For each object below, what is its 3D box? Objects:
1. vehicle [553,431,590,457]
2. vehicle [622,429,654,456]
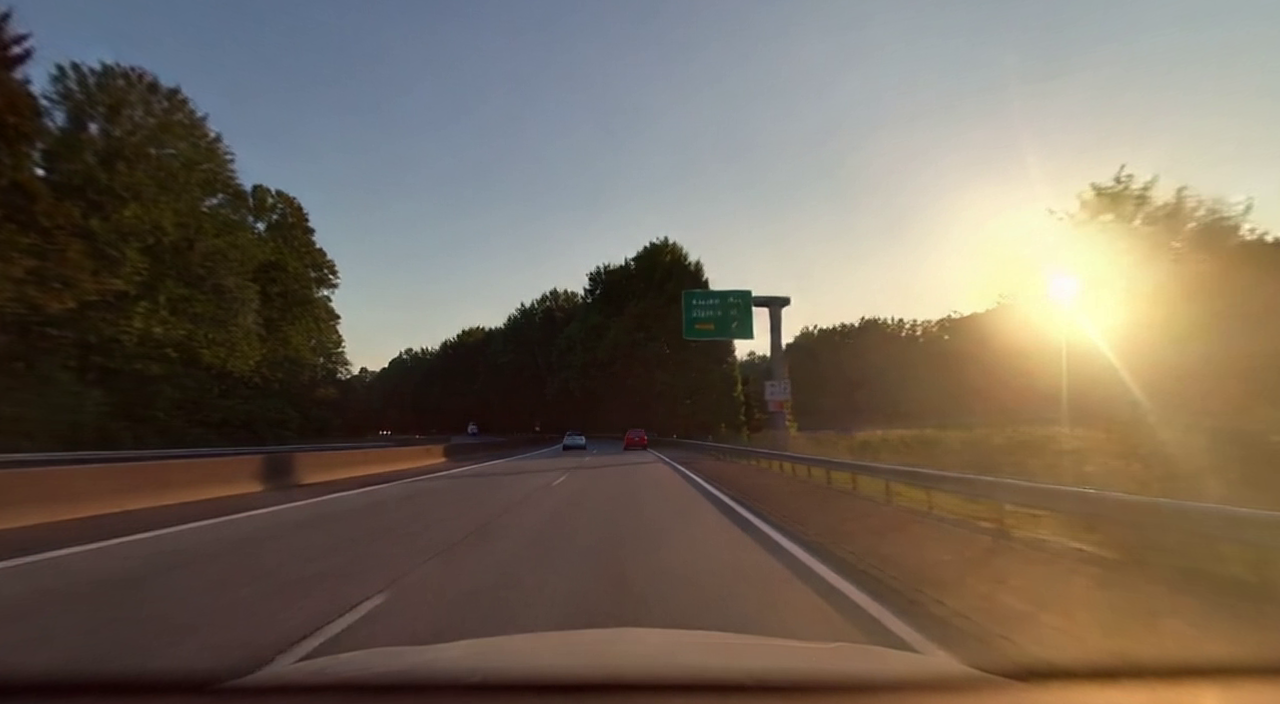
[{"bbox_3d":[-4.570,6.233,42.776,2.055,1.610,4.116,0,-8,0],"label":"vehicle"},{"bbox_3d":[-0.189,6.471,45.083,2.170,1.790,4.490,0,-8,-1],"label":"vehicle"}]
